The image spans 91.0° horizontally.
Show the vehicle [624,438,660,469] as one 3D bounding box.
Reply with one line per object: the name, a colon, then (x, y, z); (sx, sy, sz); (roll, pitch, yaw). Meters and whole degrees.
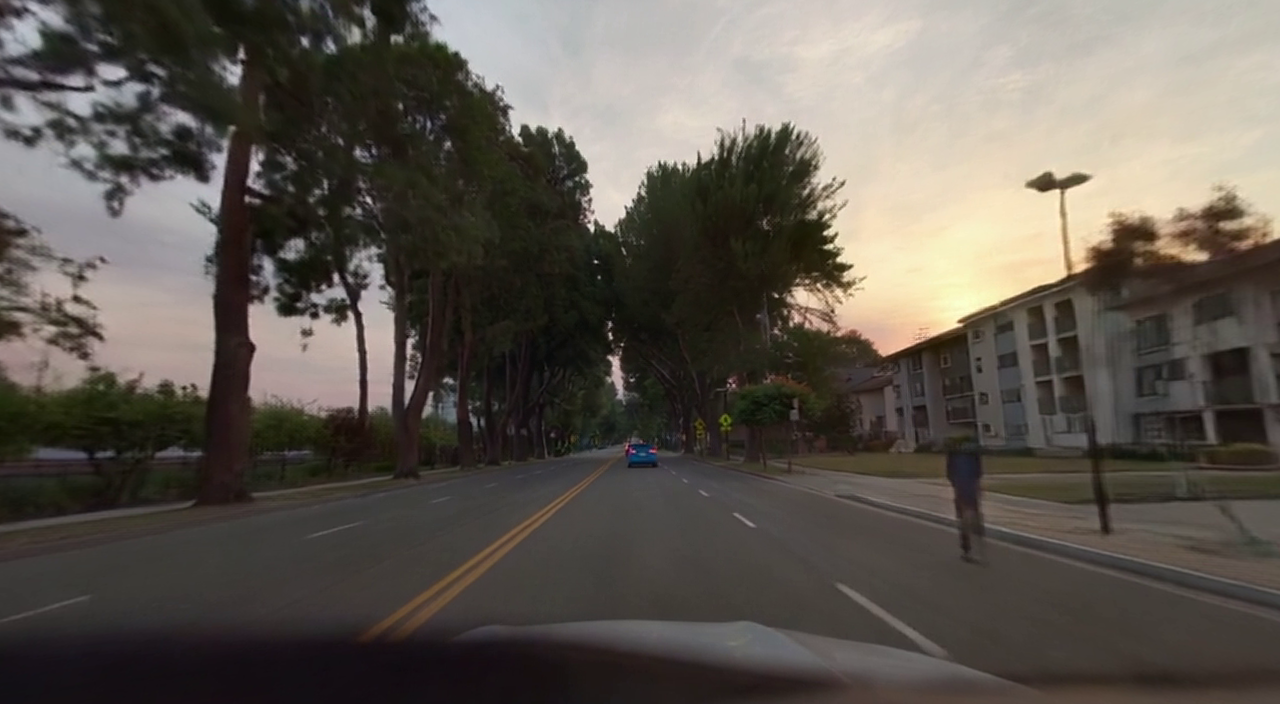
vehicle: (0.142, 5.868, 36.667); (1.981, 1.703, 3.691); (0, -8, 0)
